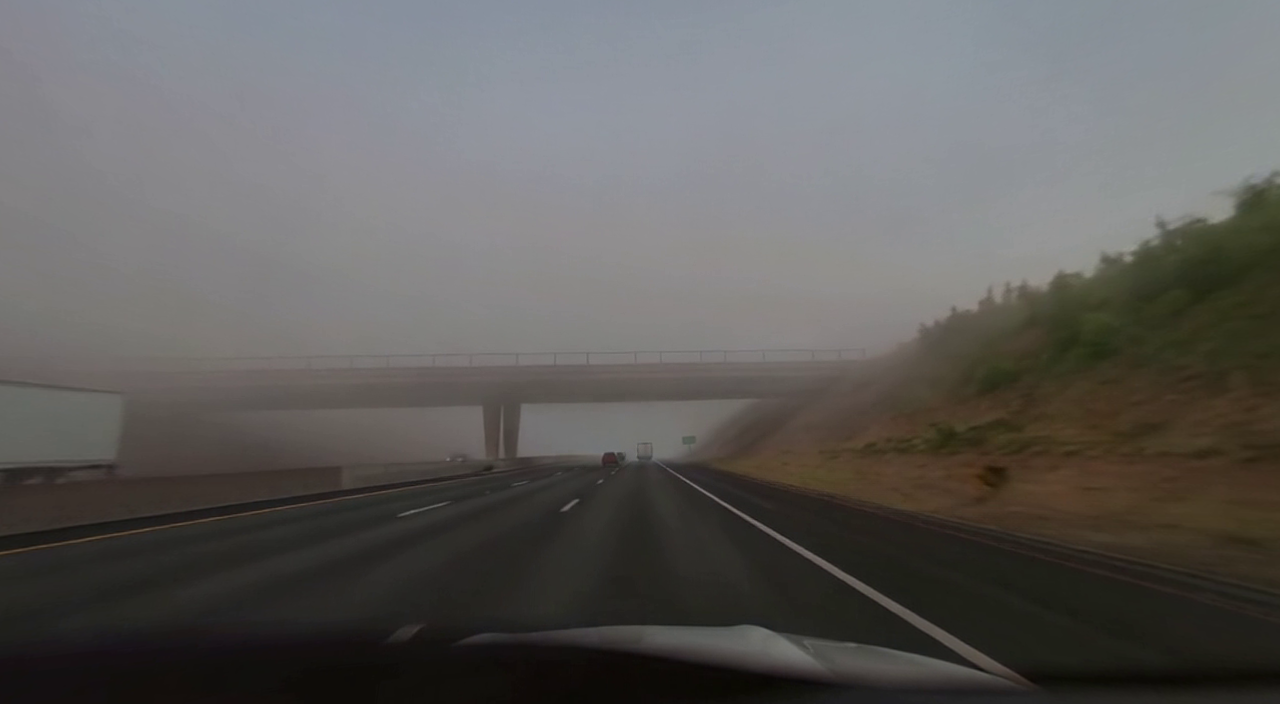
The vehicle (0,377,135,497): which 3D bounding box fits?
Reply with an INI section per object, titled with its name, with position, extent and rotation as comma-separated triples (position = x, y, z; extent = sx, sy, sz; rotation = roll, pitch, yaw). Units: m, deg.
[vehicle]
position = -22.875, 2.380, 18.116
extent = 2.876, 3.975, 16.773
rotation = 0, -9, 0
